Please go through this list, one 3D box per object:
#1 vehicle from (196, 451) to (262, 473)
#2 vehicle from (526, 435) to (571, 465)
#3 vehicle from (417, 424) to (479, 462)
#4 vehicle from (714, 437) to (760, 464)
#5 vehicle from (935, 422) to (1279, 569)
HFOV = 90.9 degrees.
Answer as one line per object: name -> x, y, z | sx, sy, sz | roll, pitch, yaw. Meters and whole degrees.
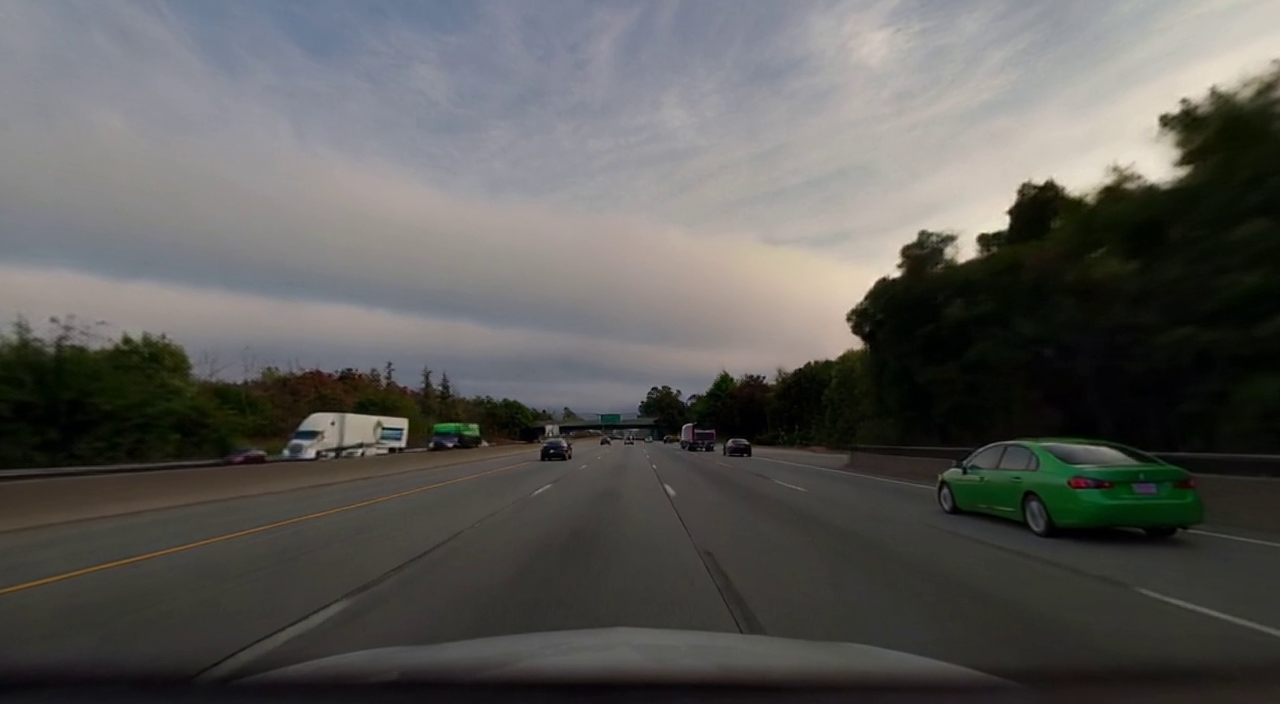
vehicle -> -31.291, 8.391, 48.111 | 1.788, 1.438, 4.427 | -2, -7, 6
vehicle -> -5.058, 5.450, 35.293 | 1.966, 1.570, 3.859 | 0, -8, -1
vehicle -> -14.007, 6.666, 46.527 | 2.436, 2.595, 7.097 | 0, -8, -1
vehicle -> 5.489, 5.617, 36.020 | 1.920, 1.436, 3.890 | 0, -8, -2
vehicle -> 6.110, 1.753, 8.613 | 2.028, 1.488, 4.236 | 0, -8, -1
